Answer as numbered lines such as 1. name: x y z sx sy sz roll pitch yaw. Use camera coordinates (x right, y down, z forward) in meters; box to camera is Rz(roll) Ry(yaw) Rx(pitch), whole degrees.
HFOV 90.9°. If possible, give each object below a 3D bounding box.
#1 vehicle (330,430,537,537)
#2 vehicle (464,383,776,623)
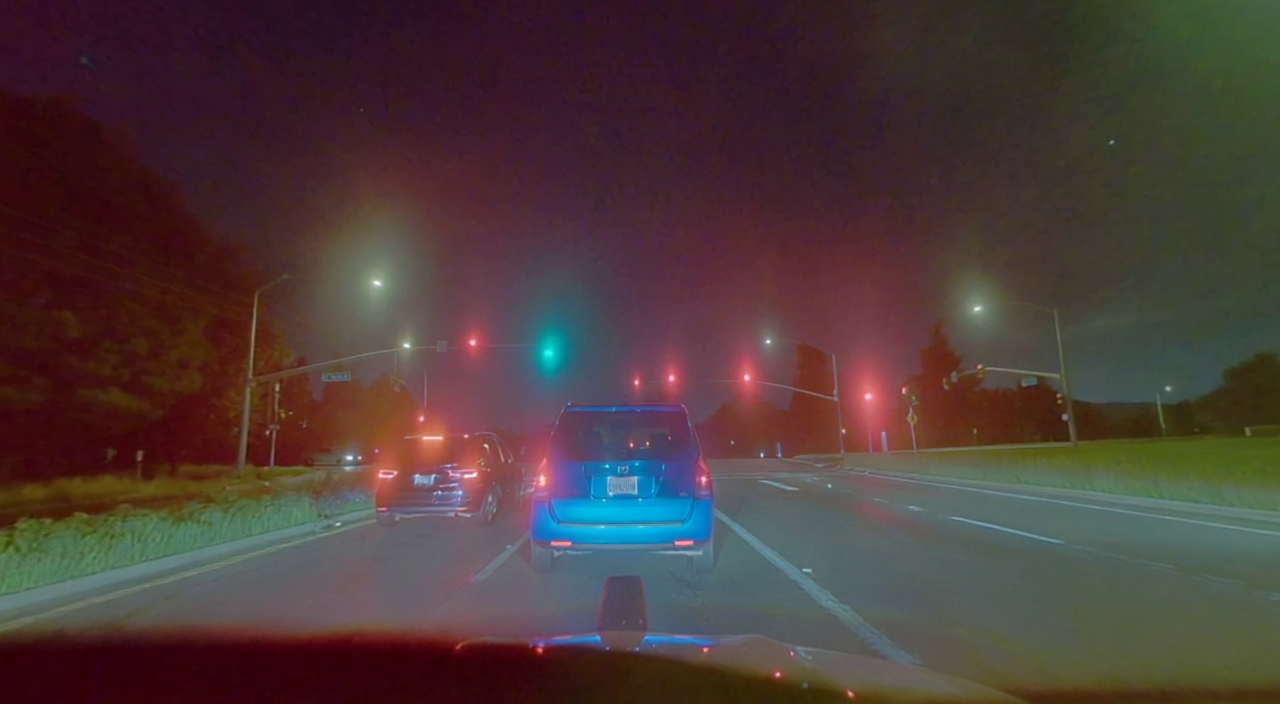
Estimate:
1. vehicle: -3.369 2.261 11.628 2.061 1.504 5.142 0 -8 0
2. vehicle: -0.162 1.421 6.826 2.298 1.770 4.138 0 -8 0
